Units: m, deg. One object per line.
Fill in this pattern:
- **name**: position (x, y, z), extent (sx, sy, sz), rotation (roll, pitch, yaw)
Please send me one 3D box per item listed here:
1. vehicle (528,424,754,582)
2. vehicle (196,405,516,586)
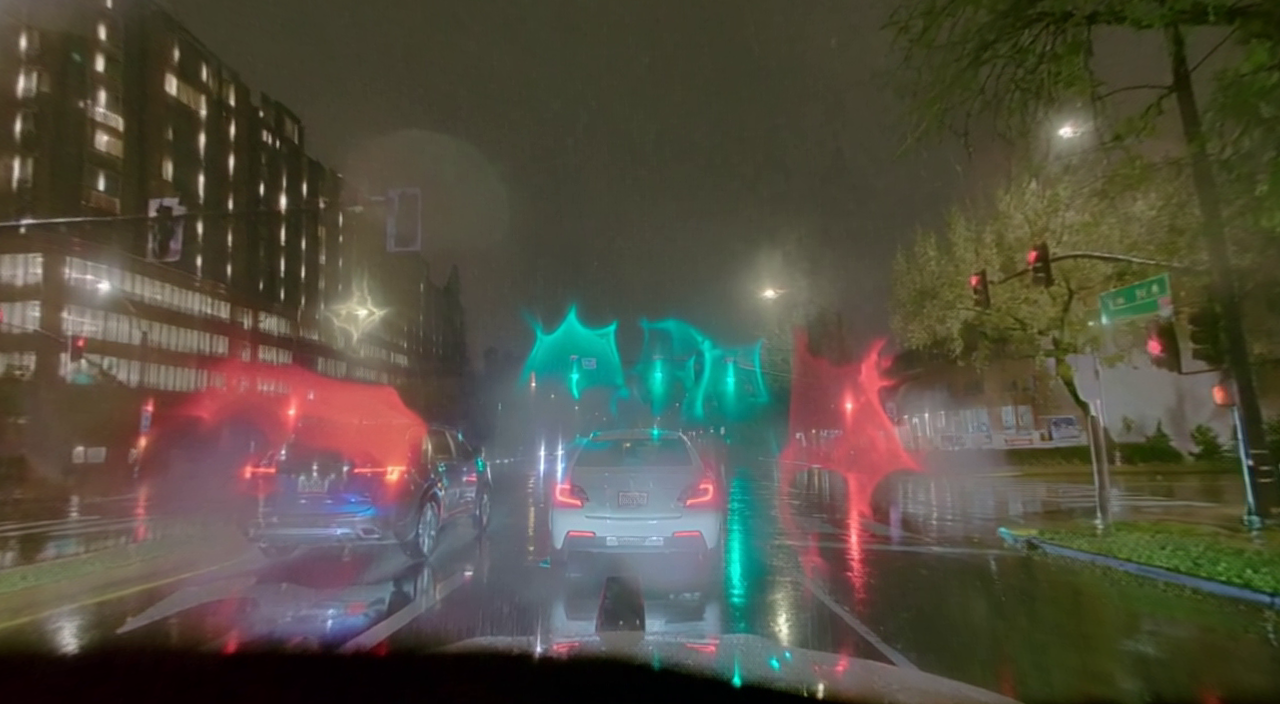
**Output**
- **vehicle**: position (0.024, 1.762, 8.146), extent (2.190, 1.522, 3.850), rotation (0, -8, 1)
- **vehicle**: position (-3.174, 1.704, 8.343), extent (2.081, 1.719, 4.434), rotation (0, -8, 1)
